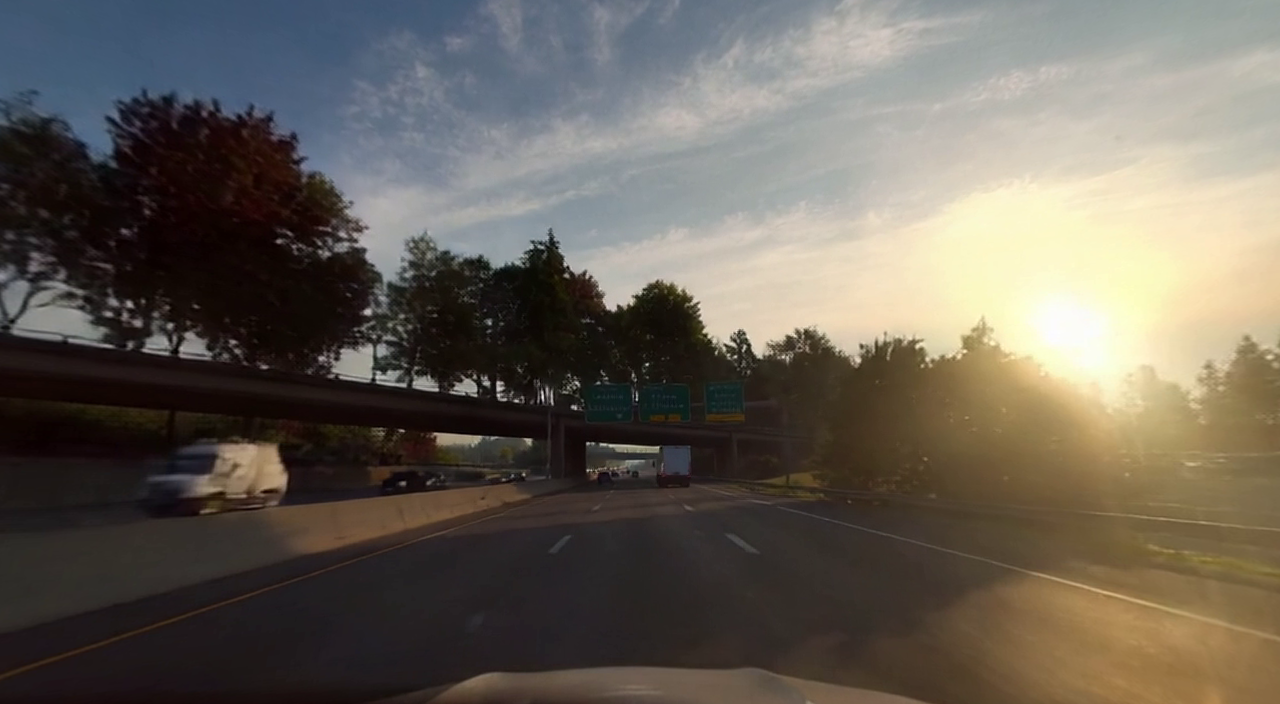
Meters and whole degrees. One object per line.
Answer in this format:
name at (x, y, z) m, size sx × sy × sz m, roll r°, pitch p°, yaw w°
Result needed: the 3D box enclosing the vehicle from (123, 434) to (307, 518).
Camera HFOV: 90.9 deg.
vehicle at (-15.701, 4.684, 24.041) m, size 2.236 × 2.675 × 6.724 m, roll 1°, pitch -10°, yaw 0°
